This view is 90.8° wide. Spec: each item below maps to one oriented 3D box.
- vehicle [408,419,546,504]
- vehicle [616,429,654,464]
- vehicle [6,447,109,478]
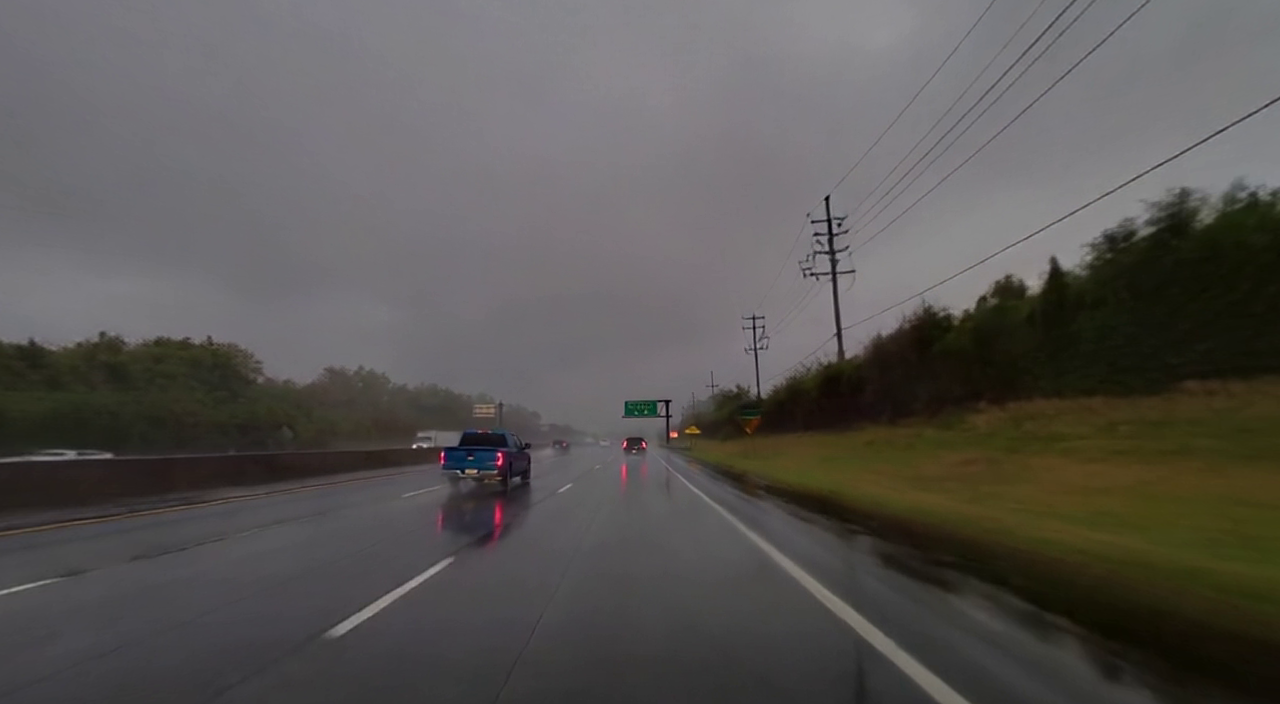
[{"bbox_3d":[-3.934,2.765,16.404,2.204,1.812,5.289,0,-8,0],"label":"vehicle"},{"bbox_3d":[-0.368,6.247,41.813,2.358,2.144,4.713,0,-8,-1],"label":"vehicle"},{"bbox_3d":[-35.476,6.722,38.627,1.798,1.539,4.716,-4,-8,2],"label":"vehicle"}]
